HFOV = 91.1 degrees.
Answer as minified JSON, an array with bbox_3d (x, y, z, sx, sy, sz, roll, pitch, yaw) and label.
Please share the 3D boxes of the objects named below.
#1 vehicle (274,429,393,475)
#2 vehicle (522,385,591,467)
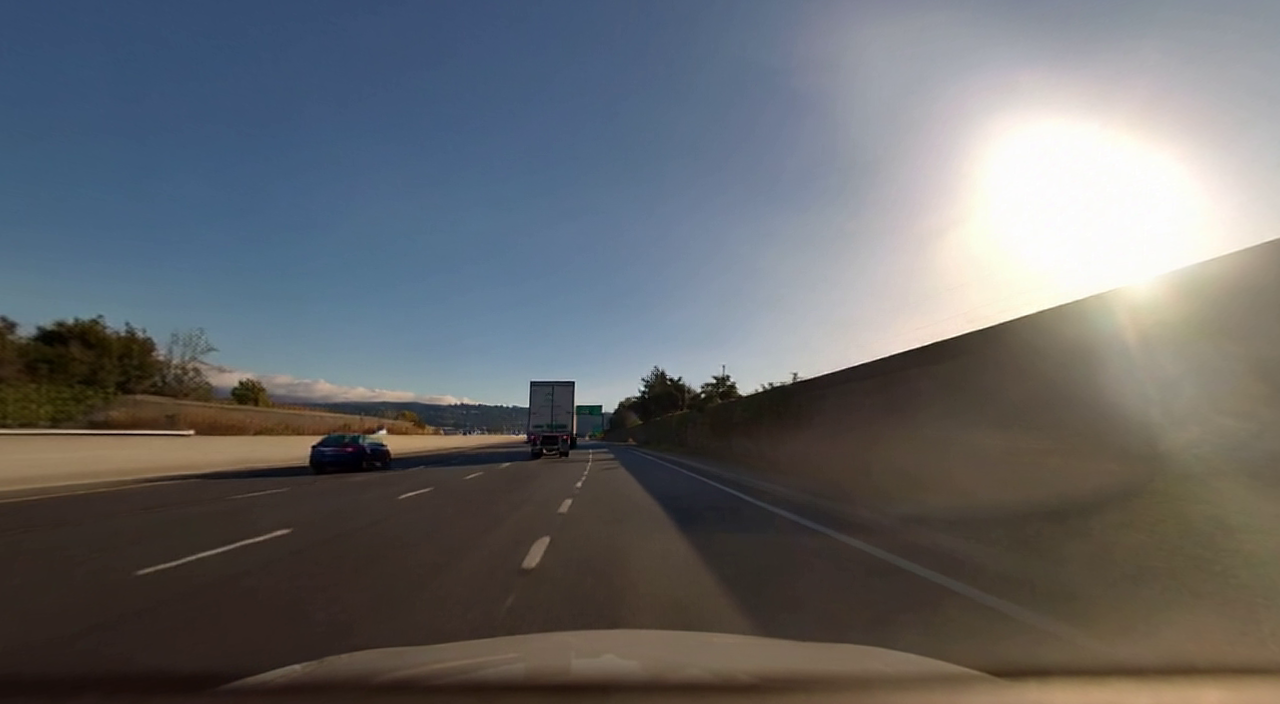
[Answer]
[{"bbox_3d":[-11.189,3.675,23.422,2.138,1.531,4.864,0,-8,-2],"label":"vehicle"},{"bbox_3d":[-4.623,4.548,37.321,3.002,3.987,12.477,1,-8,-3],"label":"vehicle"}]
